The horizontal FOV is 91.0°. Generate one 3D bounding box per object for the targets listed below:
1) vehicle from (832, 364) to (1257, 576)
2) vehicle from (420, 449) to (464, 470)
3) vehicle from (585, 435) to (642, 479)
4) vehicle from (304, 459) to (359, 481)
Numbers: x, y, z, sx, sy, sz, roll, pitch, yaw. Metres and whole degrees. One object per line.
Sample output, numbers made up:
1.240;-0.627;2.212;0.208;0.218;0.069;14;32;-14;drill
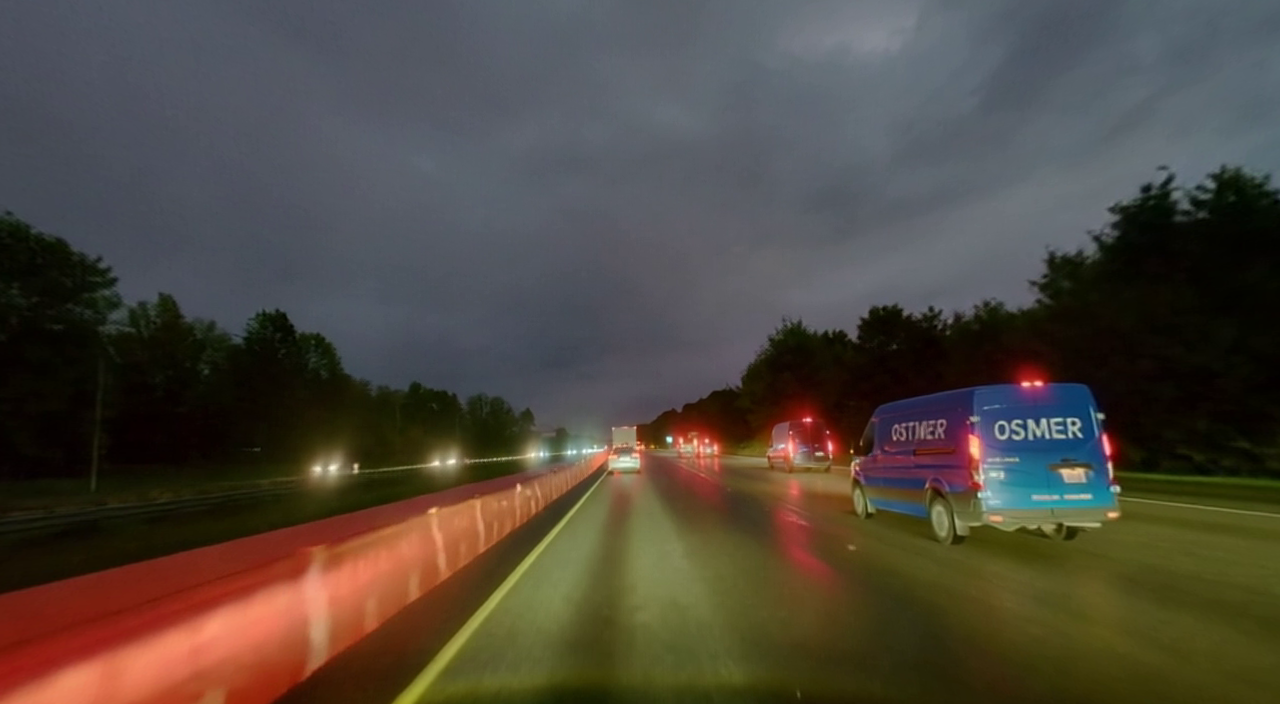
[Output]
4.673;1.476;8.644;2.223;2.008;5.121;0;-8;-3;vehicle
-14.813;8.051;47.414;1.876;1.451;4.620;-1;-8;-1;vehicle
-1.032;4.170;25.289;2.100;1.636;3.620;0;-8;-2;vehicle
-22.429;8.648;45.924;1.889;1.501;4.156;0;-12;0;vehicle
